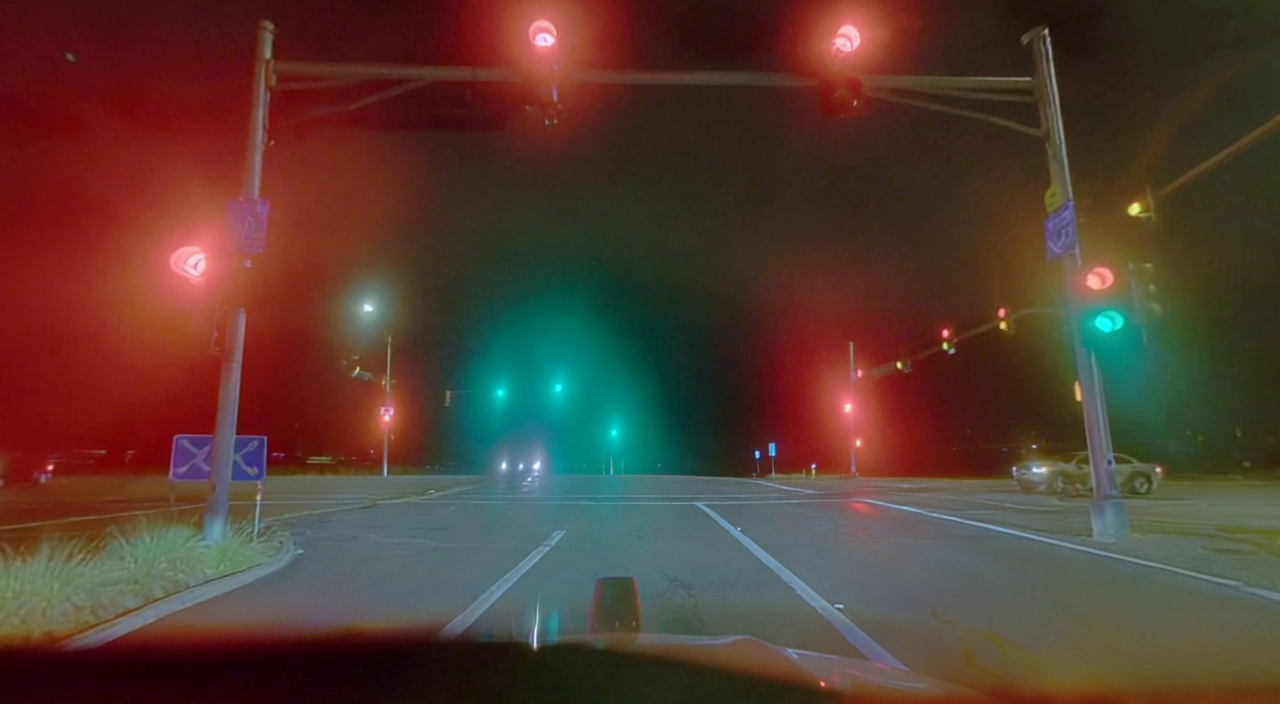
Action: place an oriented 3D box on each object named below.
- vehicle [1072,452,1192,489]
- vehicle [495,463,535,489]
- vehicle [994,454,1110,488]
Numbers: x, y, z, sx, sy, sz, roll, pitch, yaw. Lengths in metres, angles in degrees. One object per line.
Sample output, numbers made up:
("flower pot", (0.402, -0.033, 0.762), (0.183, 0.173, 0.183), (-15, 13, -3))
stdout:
("vehicle", (22.696, 5.444, 29.127), (3.998, 1.590, 1.936), (1, -9, -6))
("vehicle", (-9.052, 9.000, 45.916), (2.045, 1.608, 3.709), (0, -8, 1))
("vehicle", (21.177, 6.152, 32.497), (4.455, 1.647, 2.124), (1, -12, -6))
